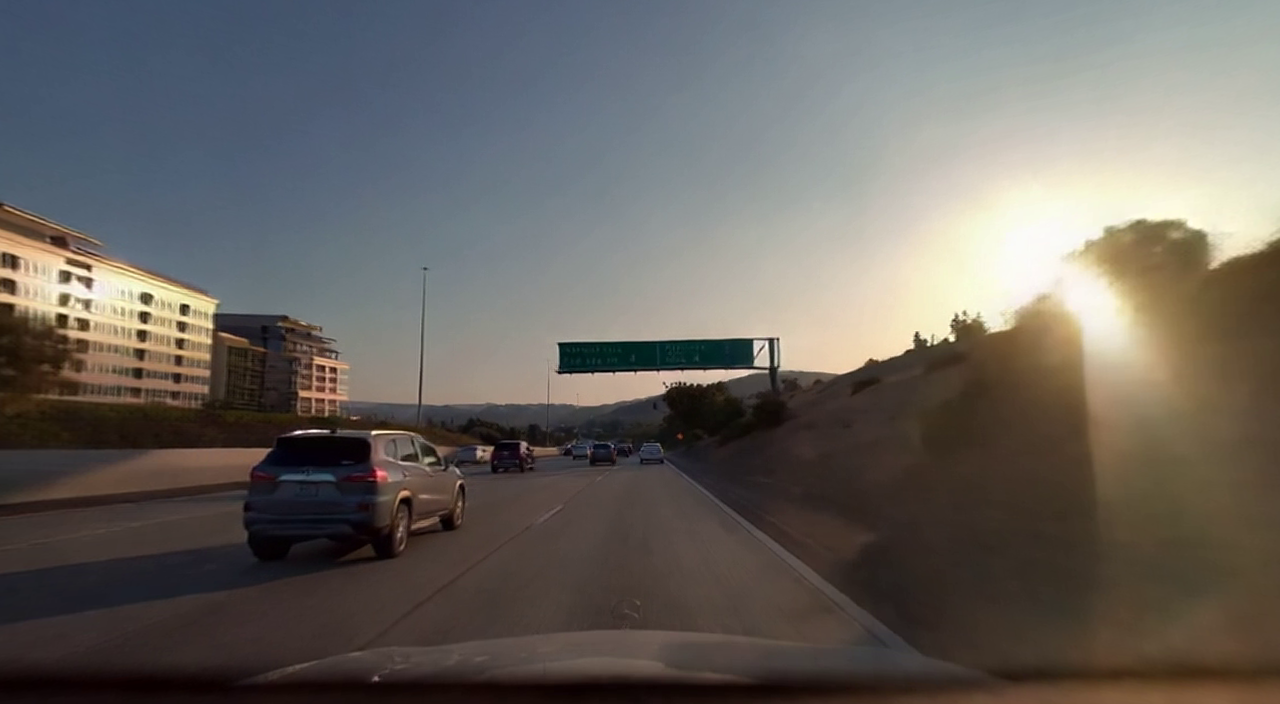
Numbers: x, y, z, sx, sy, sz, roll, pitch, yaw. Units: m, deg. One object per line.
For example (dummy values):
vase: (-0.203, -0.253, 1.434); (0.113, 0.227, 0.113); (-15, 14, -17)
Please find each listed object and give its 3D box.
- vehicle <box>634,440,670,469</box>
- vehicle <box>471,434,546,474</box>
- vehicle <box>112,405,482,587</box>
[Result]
vehicle: (0.700, 6.347, 39.247); (2.135, 1.697, 4.757); (0, -8, 0)
vehicle: (-6.766, 5.359, 33.323); (2.521, 1.901, 5.988); (0, -8, 2)
vehicle: (-3.884, 1.727, 8.497); (2.136, 1.718, 4.873); (0, -8, 2)
